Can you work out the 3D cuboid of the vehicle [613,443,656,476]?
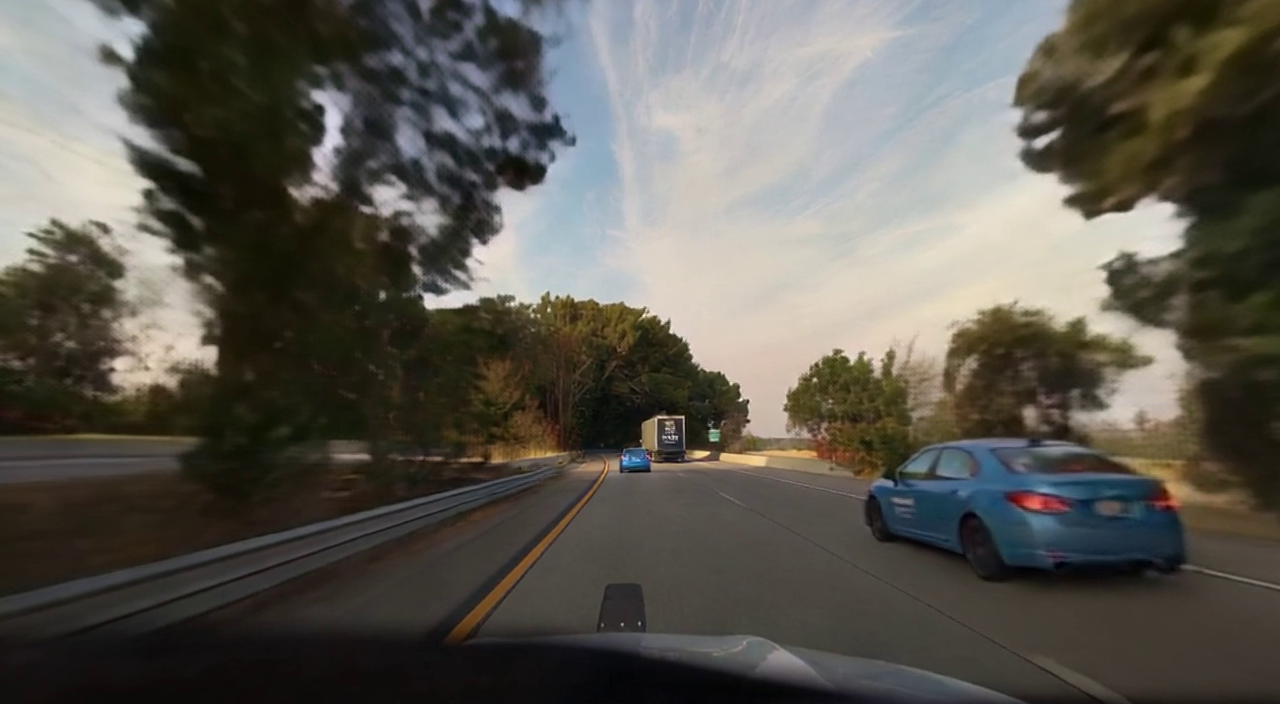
[{"bbox_3d":[-0.323,5.114,30.074,1.913,1.460,3.610,0,-9,-2],"label":"vehicle"}]

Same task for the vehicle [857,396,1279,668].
[{"bbox_3d":[3.947,1.417,6.107,1.977,1.599,4.605,0,-9,-1],"label":"vehicle"}]
